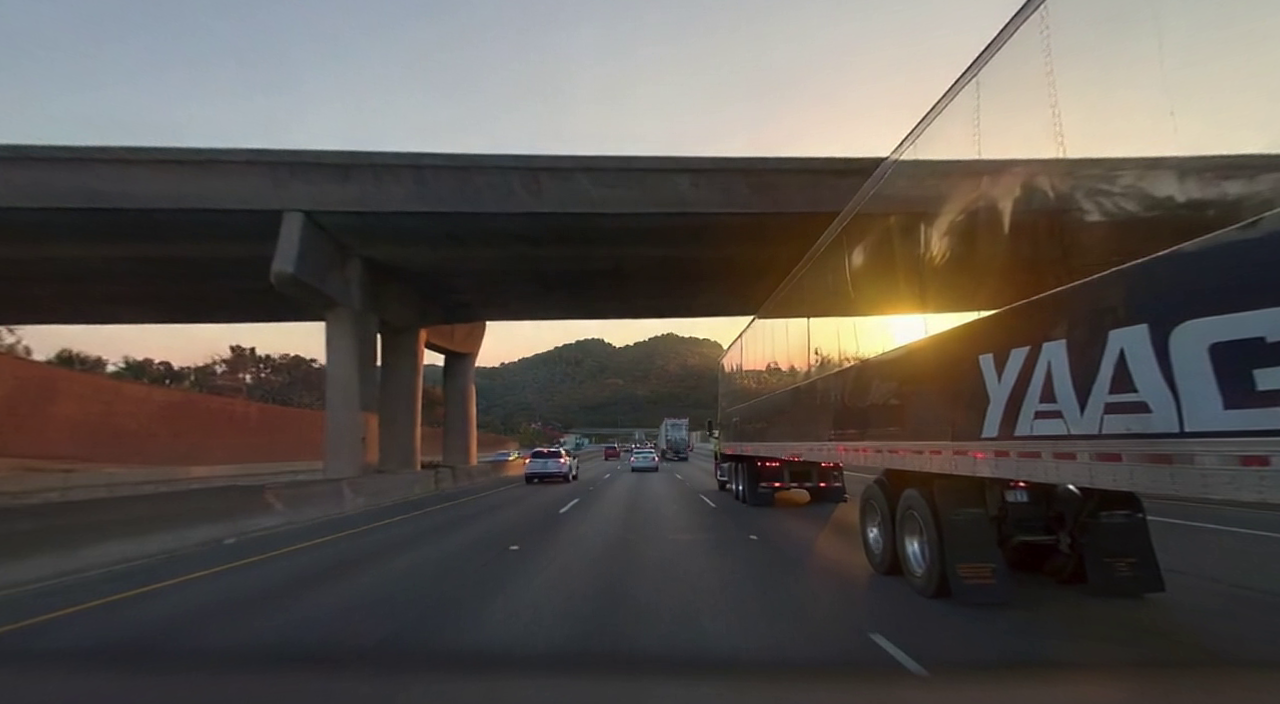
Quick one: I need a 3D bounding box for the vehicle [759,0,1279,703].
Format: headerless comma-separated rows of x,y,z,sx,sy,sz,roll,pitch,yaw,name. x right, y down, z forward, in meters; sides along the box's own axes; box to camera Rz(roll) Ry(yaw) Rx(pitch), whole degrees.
3.878,0.303,6.879,2.821,4.077,12.562,0,-9,1,vehicle

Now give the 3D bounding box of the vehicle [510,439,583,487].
-3.649,4.452,25.690,2.091,1.722,4.974,-1,-9,2,vehicle

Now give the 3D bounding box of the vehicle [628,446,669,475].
0.435,5.859,34.346,2.063,1.469,4.208,0,-9,0,vehicle
